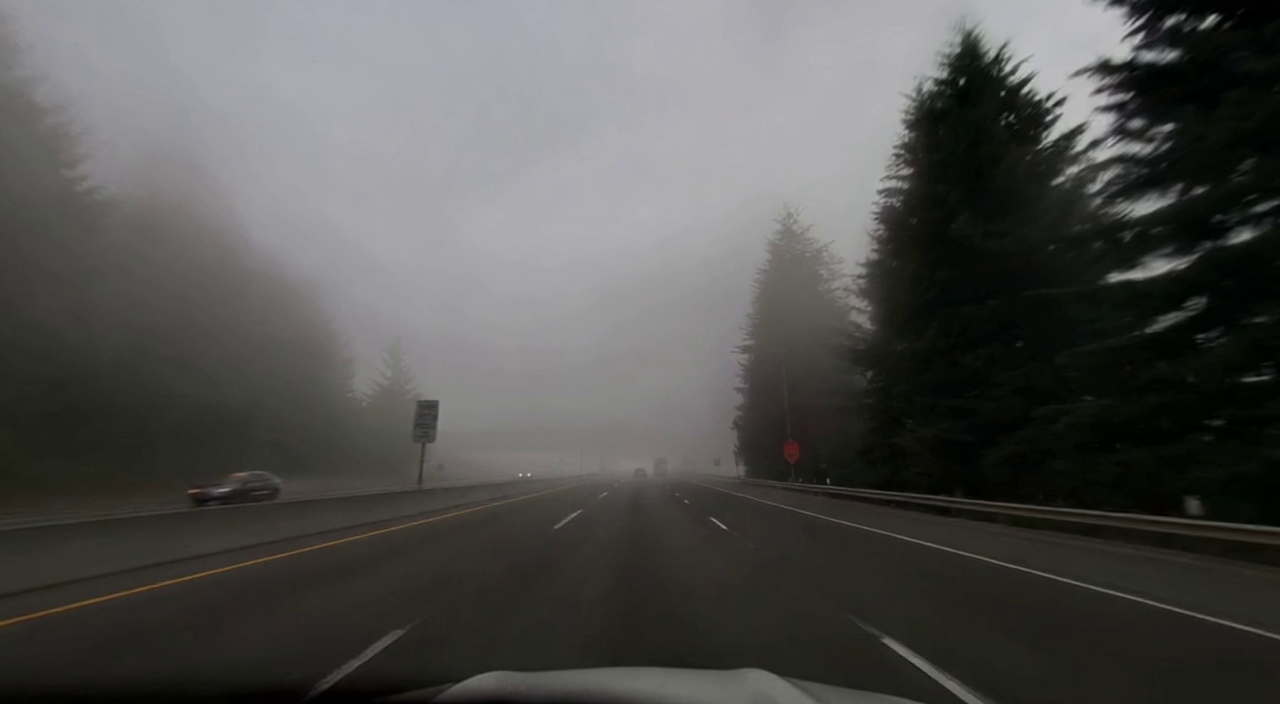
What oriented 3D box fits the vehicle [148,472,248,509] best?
[{"bbox_3d":[-19.348,6.062,27.793,1.764,1.480,3.584,1,-10,0],"label":"vehicle"}]
